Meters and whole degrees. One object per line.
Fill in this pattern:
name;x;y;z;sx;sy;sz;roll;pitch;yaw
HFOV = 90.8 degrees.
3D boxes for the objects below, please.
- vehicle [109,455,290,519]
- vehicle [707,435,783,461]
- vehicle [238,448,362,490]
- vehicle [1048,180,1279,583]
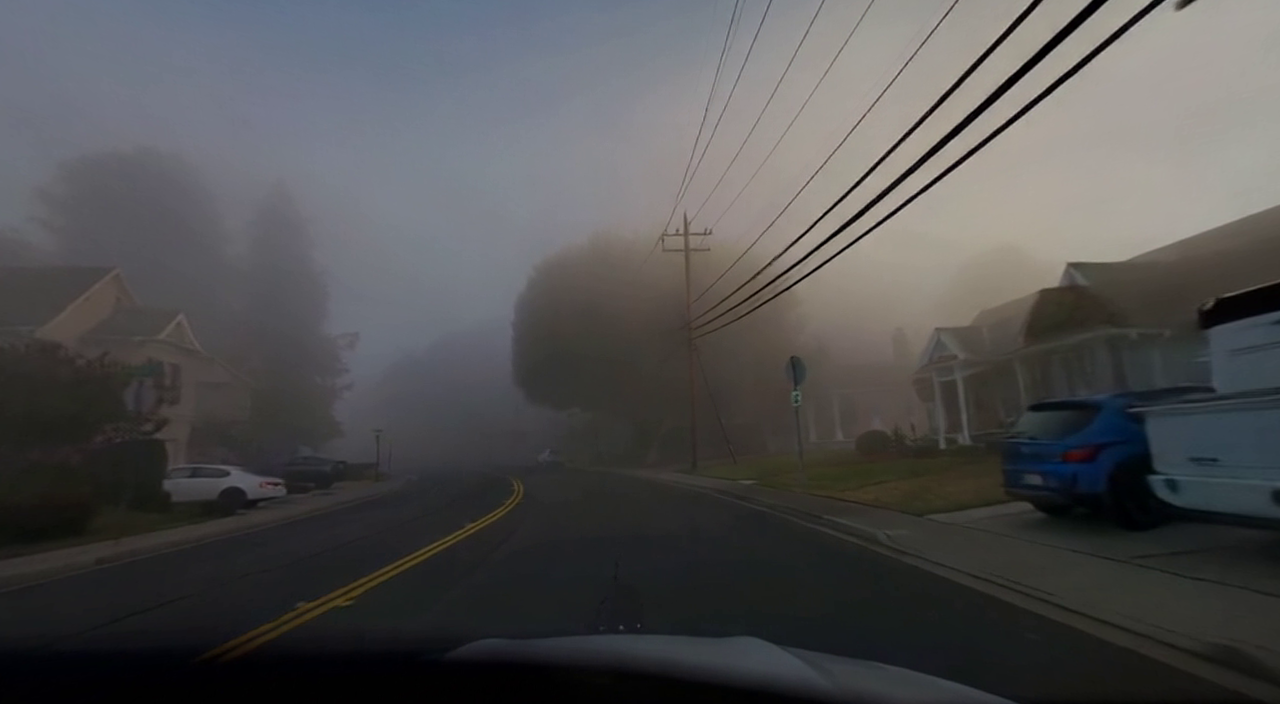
vehicle;-12.223;3.730;17.989;2.390;1.431;4.253;0;-8;-6
vehicle;6.750;6.233;40.918;4.566;1.623;1.906;0;-8;-1
vehicle;-15.204;5.246;28.435;4.321;1.772;2.161;0;-8;1
vehicle;8.284;0.121;5.909;7.115;3.010;2.378;-4;-8;-4
